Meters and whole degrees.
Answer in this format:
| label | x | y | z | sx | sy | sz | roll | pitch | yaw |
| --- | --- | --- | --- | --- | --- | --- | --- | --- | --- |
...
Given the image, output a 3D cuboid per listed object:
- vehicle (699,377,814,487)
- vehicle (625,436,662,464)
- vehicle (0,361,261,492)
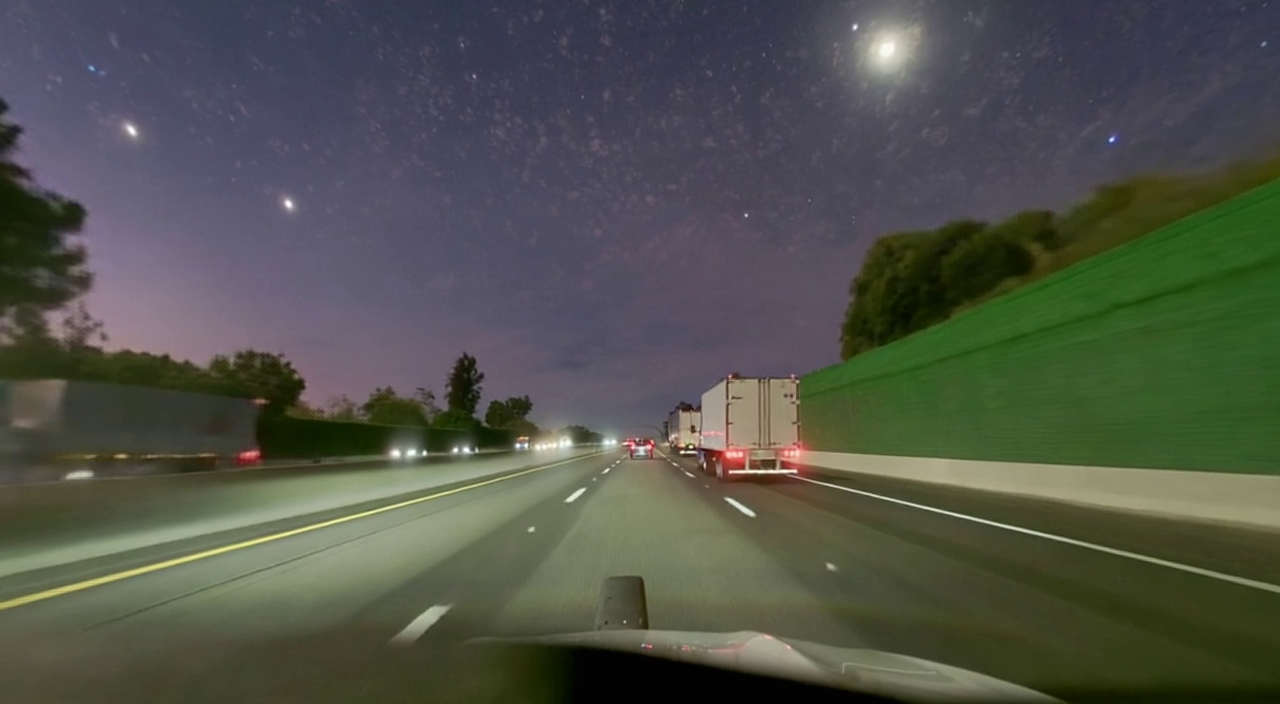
| label | x | y | z | sx | sy | sz | roll | pitch | yaw |
| --- | --- | --- | --- | --- | --- | --- | --- | --- | --- |
| vehicle | 4.002 | 3.067 | 23.762 | 2.742 | 3.383 | 8.285 | 0 | -8 | 0 |
| vehicle | 0.218 | 6.647 | 42.817 | 2.389 | 1.760 | 4.473 | 0 | -8 | 1 |
| vehicle | -20.944 | 3.128 | 25.126 | 2.886 | 3.964 | 13.895 | 0 | -8 | 0 |
